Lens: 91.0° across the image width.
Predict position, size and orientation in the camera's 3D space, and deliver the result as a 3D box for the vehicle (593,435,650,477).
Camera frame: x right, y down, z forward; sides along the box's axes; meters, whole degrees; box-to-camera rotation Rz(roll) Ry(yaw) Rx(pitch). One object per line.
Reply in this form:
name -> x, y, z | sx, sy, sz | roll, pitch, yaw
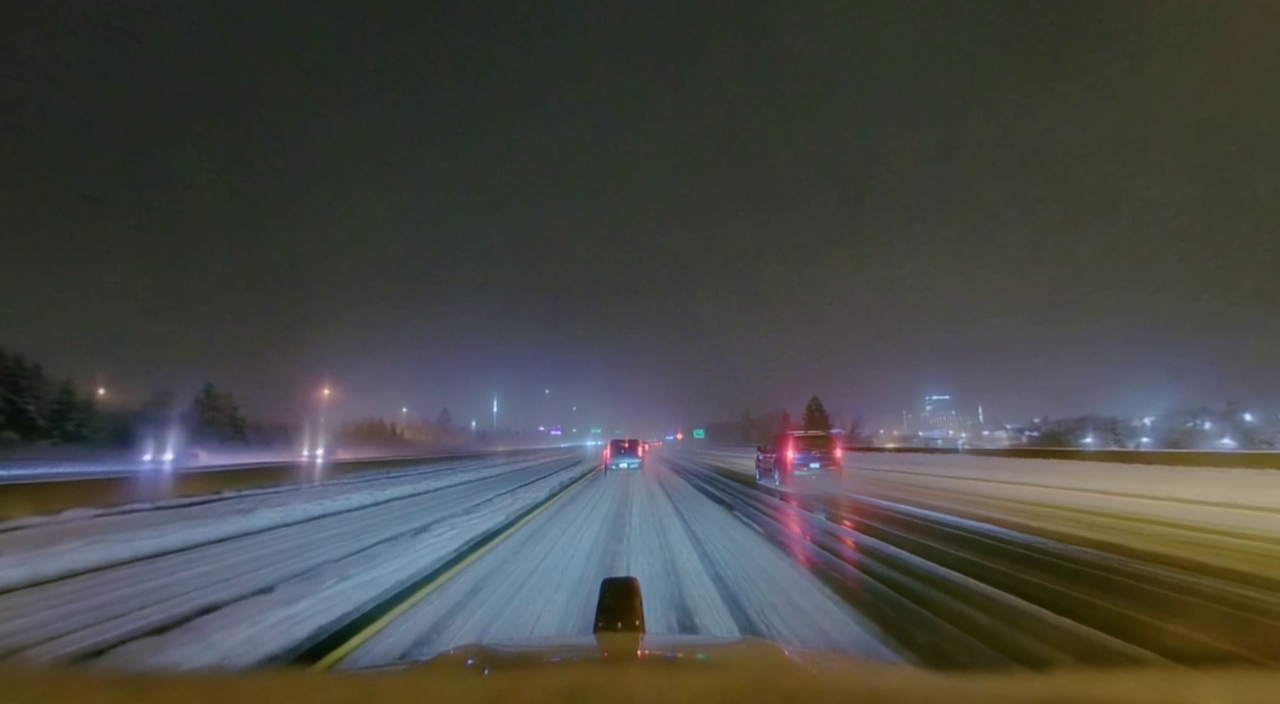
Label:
vehicle -> -0.696, 4.243, 25.934 | 2.147, 1.576, 3.964 | 0, -8, 0
